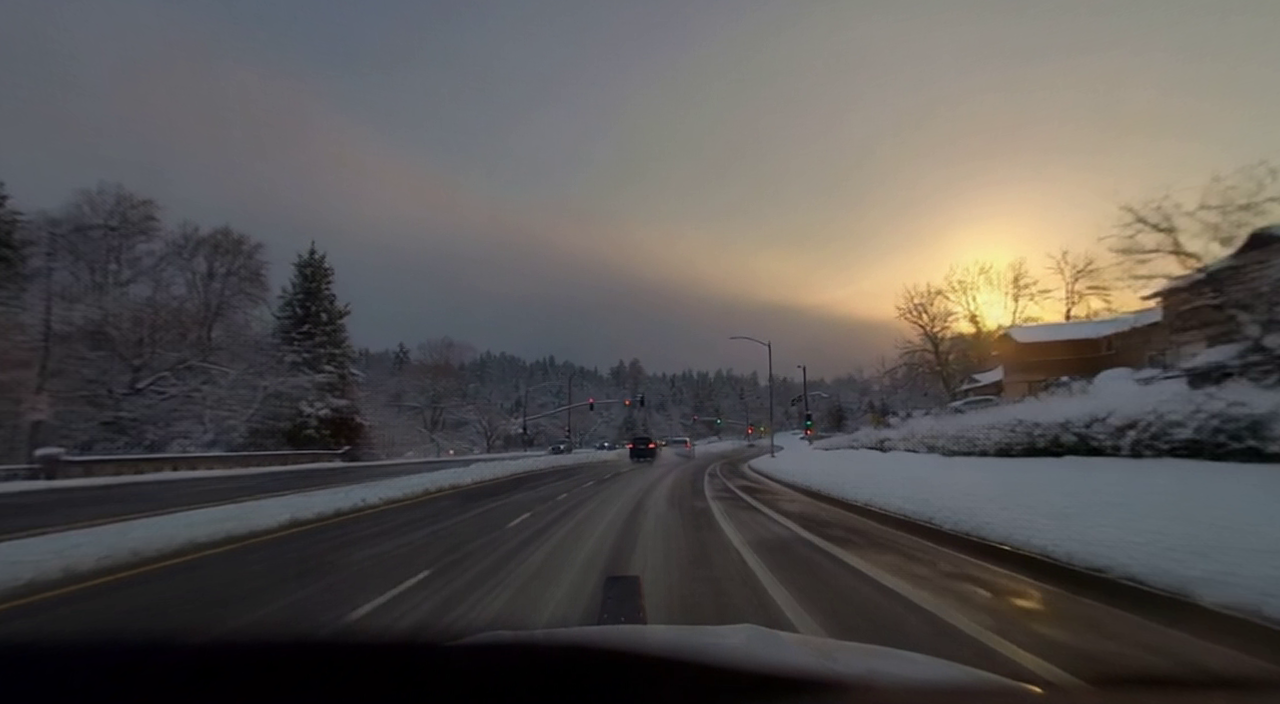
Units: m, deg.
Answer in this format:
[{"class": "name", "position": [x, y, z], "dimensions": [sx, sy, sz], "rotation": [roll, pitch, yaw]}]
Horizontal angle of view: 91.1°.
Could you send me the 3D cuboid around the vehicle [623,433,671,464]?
[{"class": "vehicle", "position": [0.497, 5.957, 38.822], "dimensions": [2.152, 1.822, 4.391], "rotation": [-2, -9, 11]}]
